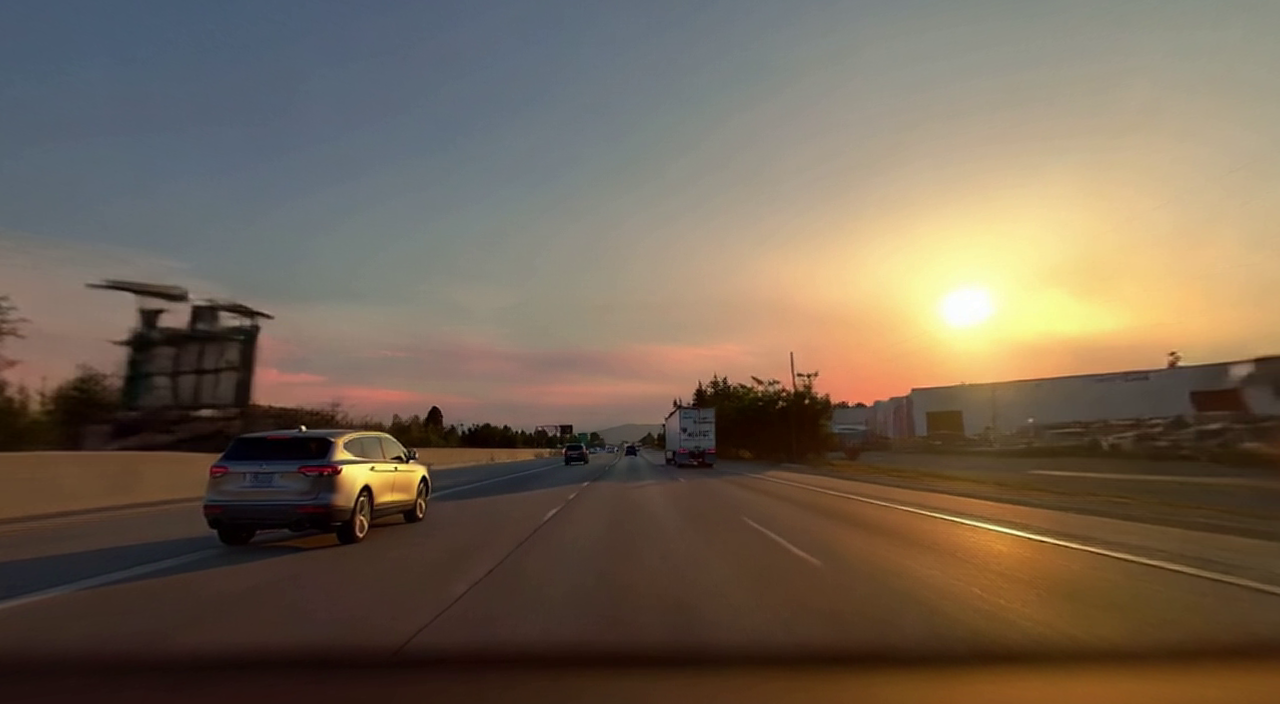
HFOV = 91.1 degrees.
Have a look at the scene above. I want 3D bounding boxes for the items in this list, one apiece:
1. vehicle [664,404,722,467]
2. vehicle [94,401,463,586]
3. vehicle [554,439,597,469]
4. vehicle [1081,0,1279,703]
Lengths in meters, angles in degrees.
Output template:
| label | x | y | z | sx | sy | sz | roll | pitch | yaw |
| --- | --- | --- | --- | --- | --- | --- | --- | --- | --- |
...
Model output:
| label | x | y | z | sx | sy | sz | roll | pitch | yaw |
| --- | --- | --- | --- | --- | --- | --- | --- | --- | --- |
| vehicle | 3.895 | 6.756 | 49.861 | 2.998 | 4.236 | 13.886 | 0 | -9 | -2 |
| vehicle | -4.155 | 1.723 | 8.452 | 2.202 | 1.760 | 4.617 | 0 | -9 | 0 |
| vehicle | -3.862 | 6.201 | 38.332 | 2.139 | 1.716 | 4.530 | 0 | -9 | 0 |
| vehicle | 4.280 | -0.479 | 0.585 | 3.030 | 3.918 | 6.108 | 0 | -9 | 0 |
